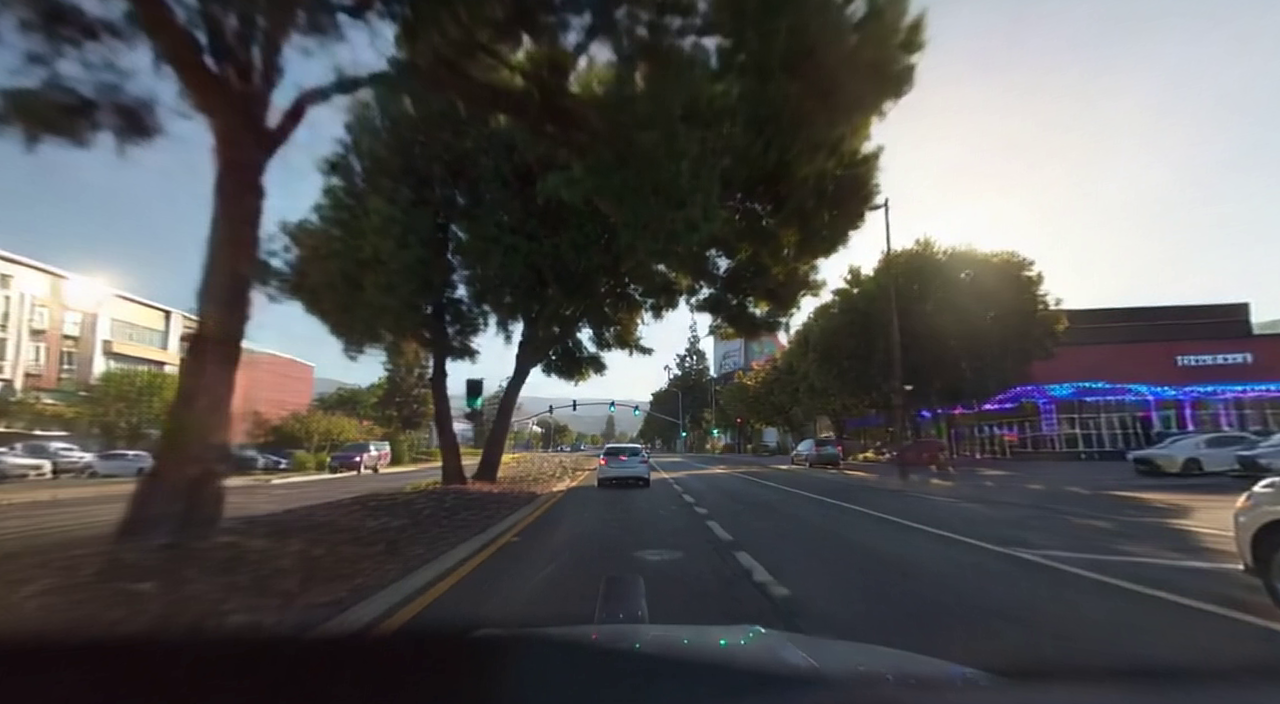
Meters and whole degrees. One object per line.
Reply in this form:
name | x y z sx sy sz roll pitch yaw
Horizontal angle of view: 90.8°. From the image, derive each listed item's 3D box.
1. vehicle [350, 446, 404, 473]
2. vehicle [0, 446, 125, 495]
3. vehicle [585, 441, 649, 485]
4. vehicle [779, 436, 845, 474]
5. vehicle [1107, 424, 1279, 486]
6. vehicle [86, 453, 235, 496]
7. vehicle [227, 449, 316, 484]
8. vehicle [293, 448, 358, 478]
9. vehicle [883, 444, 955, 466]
vehicle | -19.112 7.818 46.187 2.027 1.831 4.644 0 -9 -1
vehicle | -24.220 4.786 26.007 1.985 1.821 4.774 0 -9 -1
vehicle | -0.897 4.093 23.616 2.185 1.473 3.925 0 -9 -3
vehicle | 10.198 6.175 38.073 2.266 2.118 5.742 0 -9 -1
vehicle | 18.801 3.361 20.873 2.253 1.771 5.722 0 -9 -2
vehicle | -19.322 4.929 25.852 2.083 1.481 5.103 0 -9 0
vehicle | -19.187 5.953 33.145 1.896 1.620 4.542 -2 -8 1
vehicle | -19.399 6.859 39.249 1.905 1.698 4.408 0 -9 -3
vehicle | 19.417 7.157 43.976 4.212 1.436 1.919 -6 -10 34
